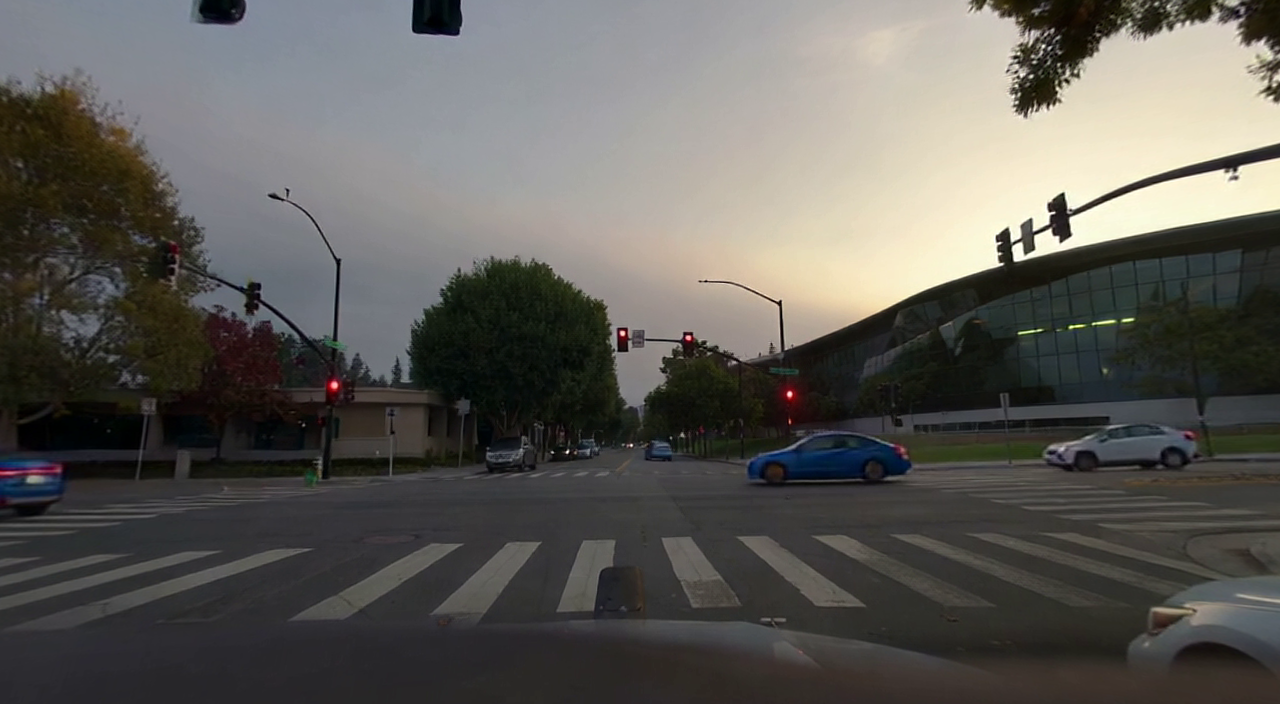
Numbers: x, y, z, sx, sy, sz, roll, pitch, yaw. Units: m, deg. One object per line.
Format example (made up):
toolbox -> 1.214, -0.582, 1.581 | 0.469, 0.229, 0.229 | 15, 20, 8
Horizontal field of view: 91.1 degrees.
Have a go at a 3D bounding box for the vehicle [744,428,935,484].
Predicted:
vehicle -> 5.364, 2.857, 17.372 | 4.613, 1.443, 1.883 | 0, -8, 0

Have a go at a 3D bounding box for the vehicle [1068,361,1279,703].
vehicle -> 2.885, 0.664, 0.831 | 1.947, 1.576, 3.825 | 0, -8, 1

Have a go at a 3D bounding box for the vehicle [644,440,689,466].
vehicle -> 1.541, 6.090, 38.166 | 2.031, 1.442, 4.446 | 1, -8, -7

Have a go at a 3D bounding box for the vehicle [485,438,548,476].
vehicle -> -5.963, 5.102, 30.778 | 2.115, 1.690, 4.322 | 0, -8, 1
